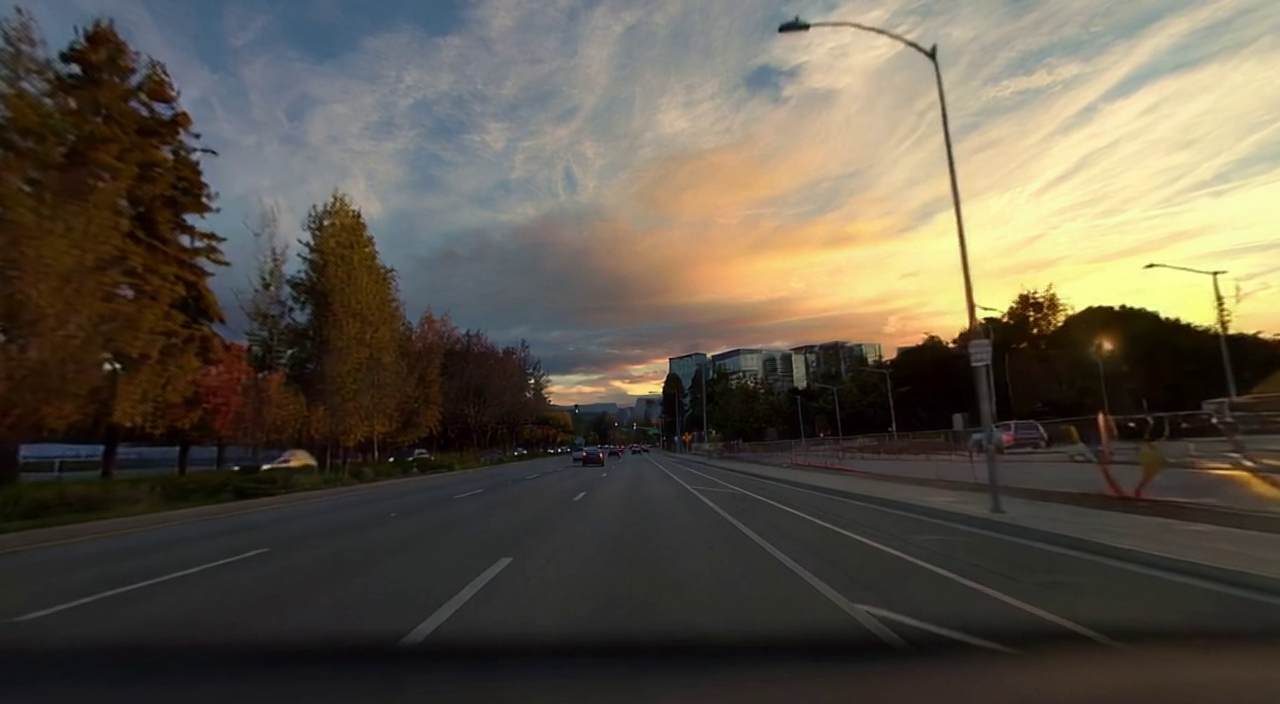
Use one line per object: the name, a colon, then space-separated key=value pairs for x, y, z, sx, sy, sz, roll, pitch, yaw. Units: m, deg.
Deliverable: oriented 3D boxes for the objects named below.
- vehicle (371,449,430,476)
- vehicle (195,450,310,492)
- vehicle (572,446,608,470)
vehicle: x=-15.242 y=7.046 z=40.464 sx=1.974 sy=1.602 sz=4.542 roll=0 pitch=-8 yaw=1
vehicle: x=-15.448 y=4.718 z=25.493 sx=1.899 sy=1.518 sz=4.305 roll=0 pitch=-8 yaw=0
vehicle: x=-3.491 y=7.490 z=44.838 sx=2.121 sy=1.654 sz=3.993 roll=0 pitch=-8 yaw=1
